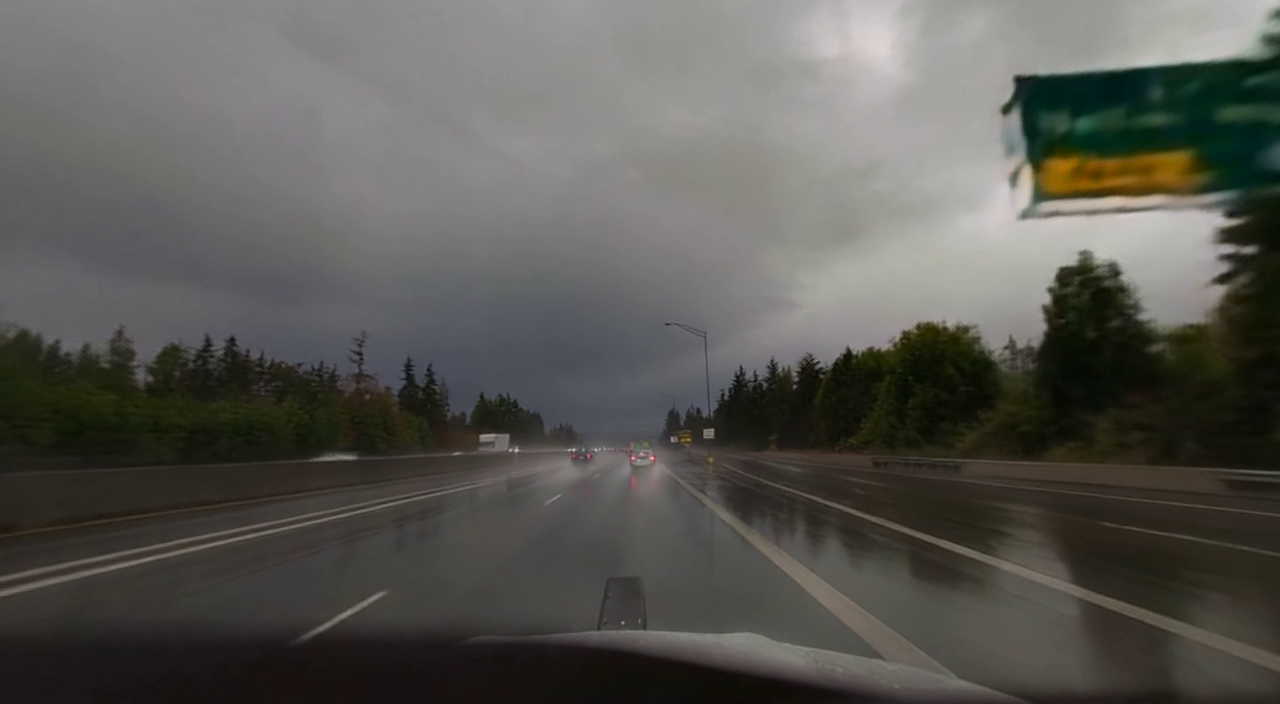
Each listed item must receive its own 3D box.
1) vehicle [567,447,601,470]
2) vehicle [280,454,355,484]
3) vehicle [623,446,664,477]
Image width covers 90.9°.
[{"bbox_3d":[-3.761,7.218,42.911,1.877,1.504,3.799,0,-9,1],"label":"vehicle"},{"bbox_3d":[-17.605,6.376,34.637,1.764,1.469,4.272,0,-9,1],"label":"vehicle"},{"bbox_3d":[0.154,5.600,32.437,2.002,1.449,3.612,0,-9,-1],"label":"vehicle"}]
